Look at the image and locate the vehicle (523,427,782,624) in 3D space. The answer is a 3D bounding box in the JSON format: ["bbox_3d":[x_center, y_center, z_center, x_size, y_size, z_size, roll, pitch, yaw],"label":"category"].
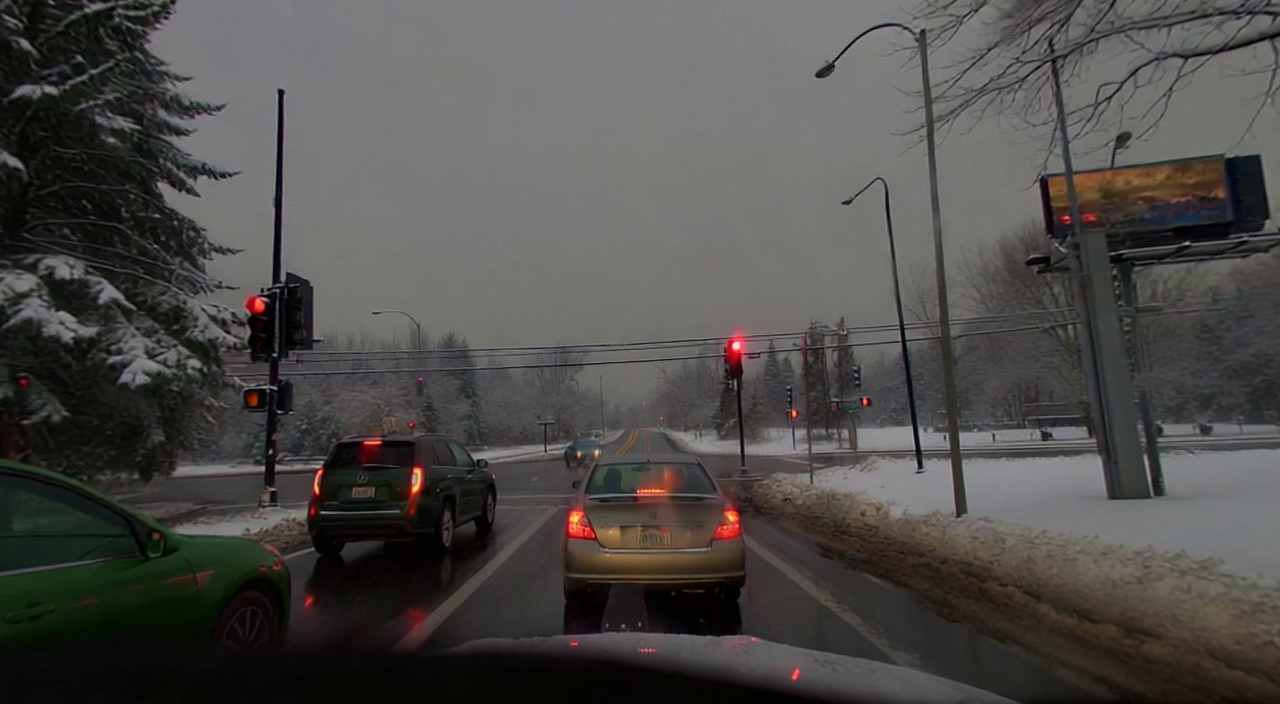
[{"bbox_3d":[0.030,1.596,6.627,1.977,1.467,3.474,0,-9,-2],"label":"vehicle"}]

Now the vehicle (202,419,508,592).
[{"bbox_3d":[-3.171,1.791,8.140,1.950,1.628,4.082,-1,-9,1],"label":"vehicle"}]

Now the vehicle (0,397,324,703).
[{"bbox_3d":[-3.151,0.963,2.414,1.808,1.520,3.846,-1,-9,1],"label":"vehicle"}]
